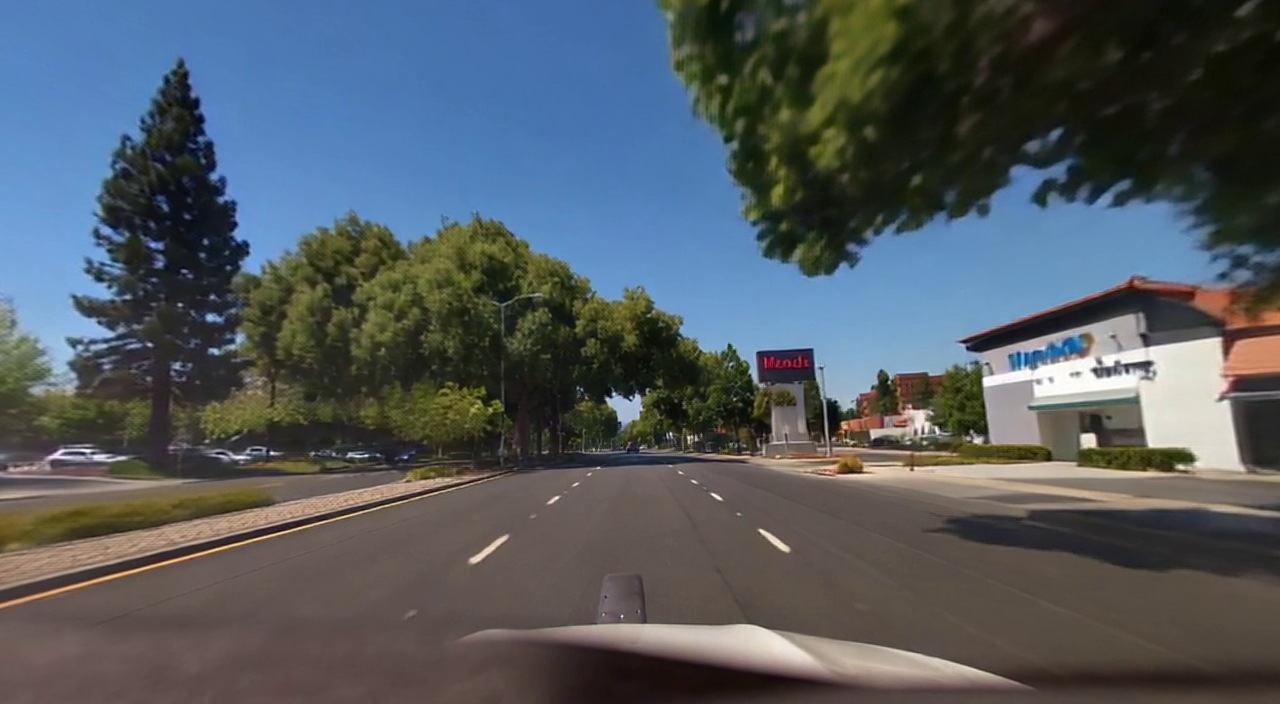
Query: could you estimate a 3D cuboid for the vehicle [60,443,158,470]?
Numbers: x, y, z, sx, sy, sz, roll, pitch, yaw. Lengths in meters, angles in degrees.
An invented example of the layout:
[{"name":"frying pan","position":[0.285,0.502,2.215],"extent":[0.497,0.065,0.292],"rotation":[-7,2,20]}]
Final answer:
[{"name":"vehicle","position":[-33.387,6.568,39.827],"extent":[4.359,1.667,1.914],"rotation":[0,-8,-1]}]
